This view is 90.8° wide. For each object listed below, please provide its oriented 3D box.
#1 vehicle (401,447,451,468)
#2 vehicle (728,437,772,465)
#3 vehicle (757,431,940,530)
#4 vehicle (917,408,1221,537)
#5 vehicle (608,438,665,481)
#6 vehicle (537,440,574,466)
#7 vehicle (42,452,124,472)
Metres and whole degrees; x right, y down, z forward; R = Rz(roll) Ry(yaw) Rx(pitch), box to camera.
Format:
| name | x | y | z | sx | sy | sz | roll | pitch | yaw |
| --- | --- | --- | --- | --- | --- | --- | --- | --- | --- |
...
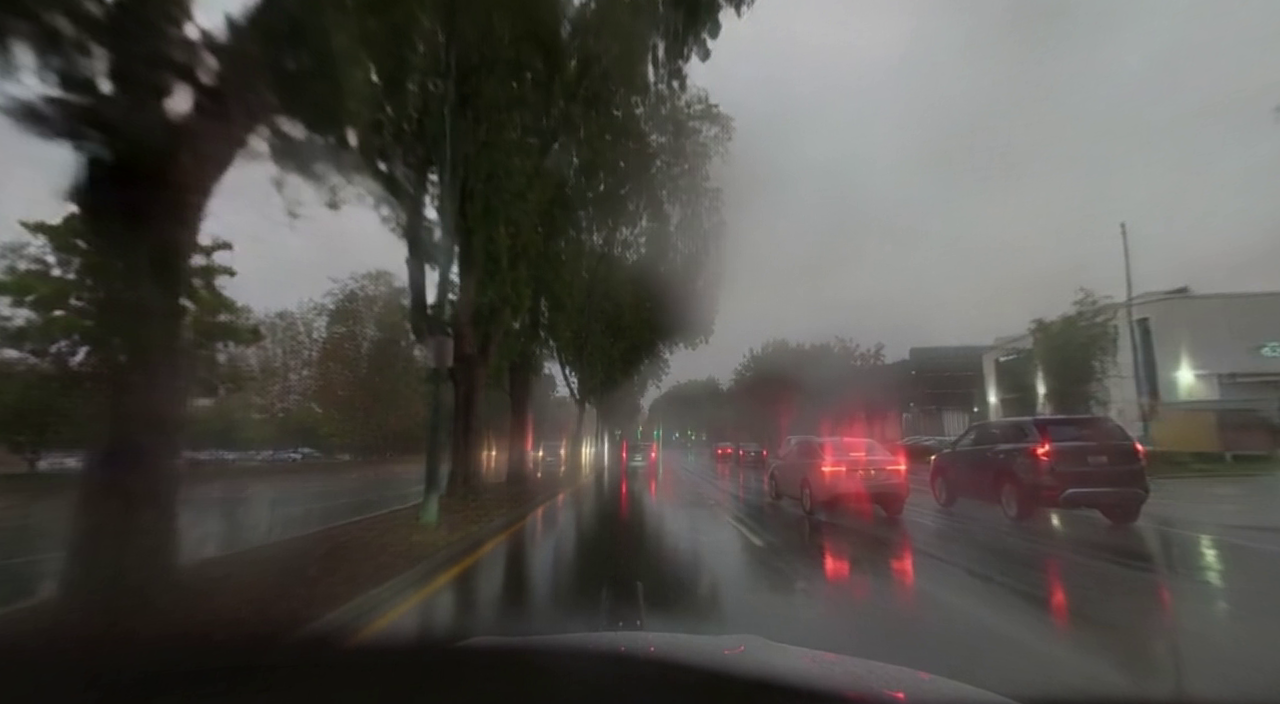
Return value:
| name | x | y | z | sx | sy | sz | roll | pitch | yaw |
| --- | --- | --- | --- | --- | --- | --- | --- | --- | --- |
| vehicle | -16.337 | 8.081 | 48.485 | 1.982 | 1.481 | 4.706 | 0 | -9 | 2 |
| vehicle | 7.320 | 6.616 | 42.394 | 2.068 | 1.779 | 4.567 | 0 | -9 | -1 |
| vehicle | 3.529 | 2.242 | 11.639 | 1.858 | 1.466 | 4.230 | 0 | -9 | -1 |
| vehicle | 7.098 | 2.050 | 11.293 | 2.134 | 1.810 | 4.590 | 0 | -8 | -1 |
| vehicle | -0.116 | 4.017 | 23.914 | 1.994 | 1.479 | 3.647 | 0 | -8 | 0 |
| vehicle | -5.577 | 6.722 | 42.171 | 1.887 | 1.582 | 3.915 | 0 | -8 | 1 |
| vehicle | -42.126 | 8.324 | 47.835 | 4.400 | 1.439 | 1.857 | 0 | -9 | 0 |
